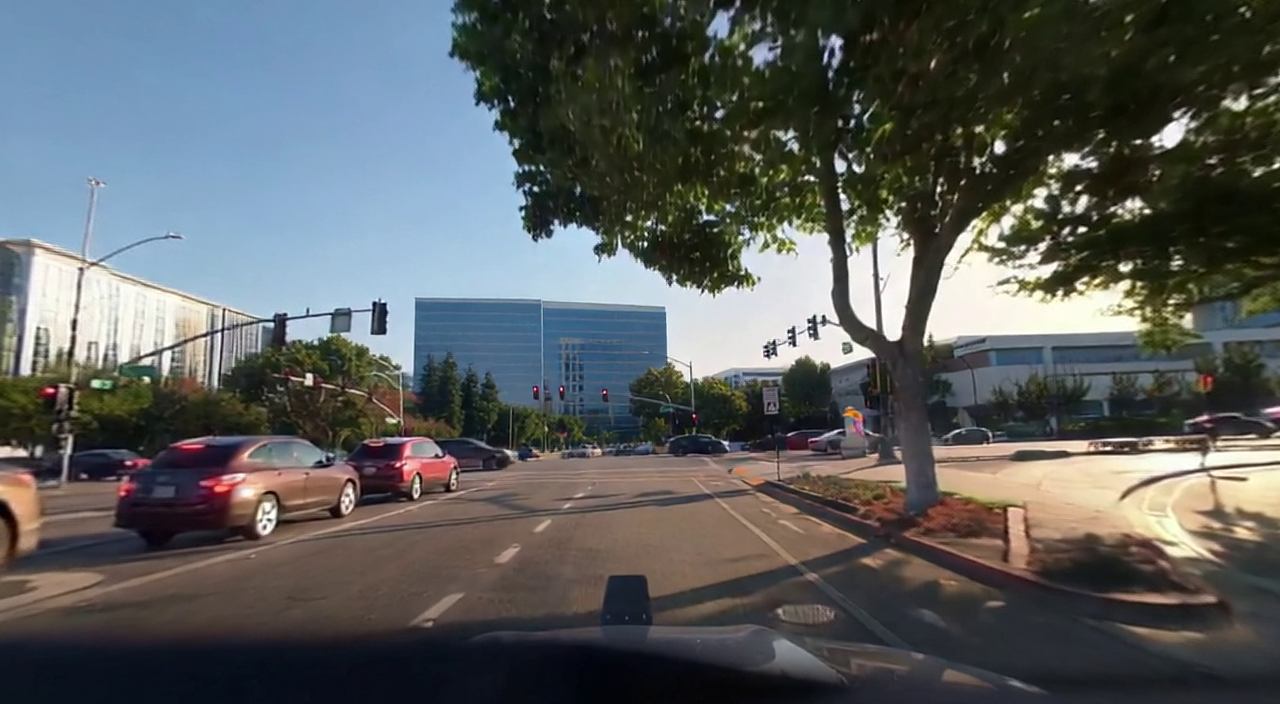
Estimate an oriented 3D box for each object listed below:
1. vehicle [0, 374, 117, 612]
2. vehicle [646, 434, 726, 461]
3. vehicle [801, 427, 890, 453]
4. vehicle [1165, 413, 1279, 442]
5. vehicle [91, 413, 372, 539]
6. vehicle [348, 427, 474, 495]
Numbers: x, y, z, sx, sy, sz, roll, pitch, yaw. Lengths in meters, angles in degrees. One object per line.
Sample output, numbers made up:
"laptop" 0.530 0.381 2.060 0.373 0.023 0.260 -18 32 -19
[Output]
"vehicle" -6.570 0.912 3.622 2.381 1.961 5.407 0 -9 1
"vehicle" 2.610 5.436 35.864 4.429 1.489 1.773 -1 -9 6
"vehicle" 12.487 5.428 38.631 4.836 1.508 1.875 -1 -9 6
"vehicle" 34.042 4.439 36.931 4.568 1.605 1.886 -1 -9 5
"vehicle" -6.675 2.101 11.088 1.967 1.741 4.385 0 -9 0
"vehicle" -6.412 3.143 18.311 1.785 1.678 4.729 0 -9 1
